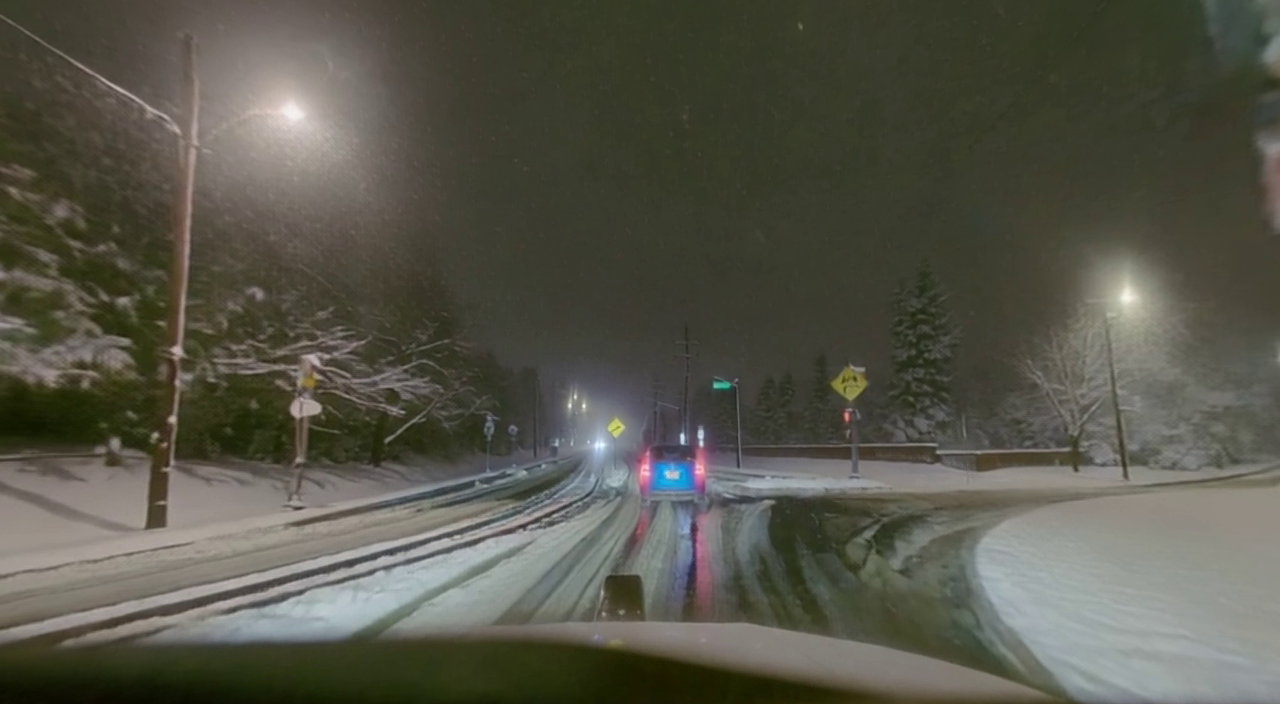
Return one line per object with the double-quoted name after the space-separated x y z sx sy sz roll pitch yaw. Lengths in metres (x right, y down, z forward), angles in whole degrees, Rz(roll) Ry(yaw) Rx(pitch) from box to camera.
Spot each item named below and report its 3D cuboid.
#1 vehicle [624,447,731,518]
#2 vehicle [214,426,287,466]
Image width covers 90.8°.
0.827 3.144 15.833 2.295 1.510 4.364 0 -9 1 "vehicle"
-29.707 7.230 48.558 2.983 2.816 7.042 3 -9 -17 "vehicle"
